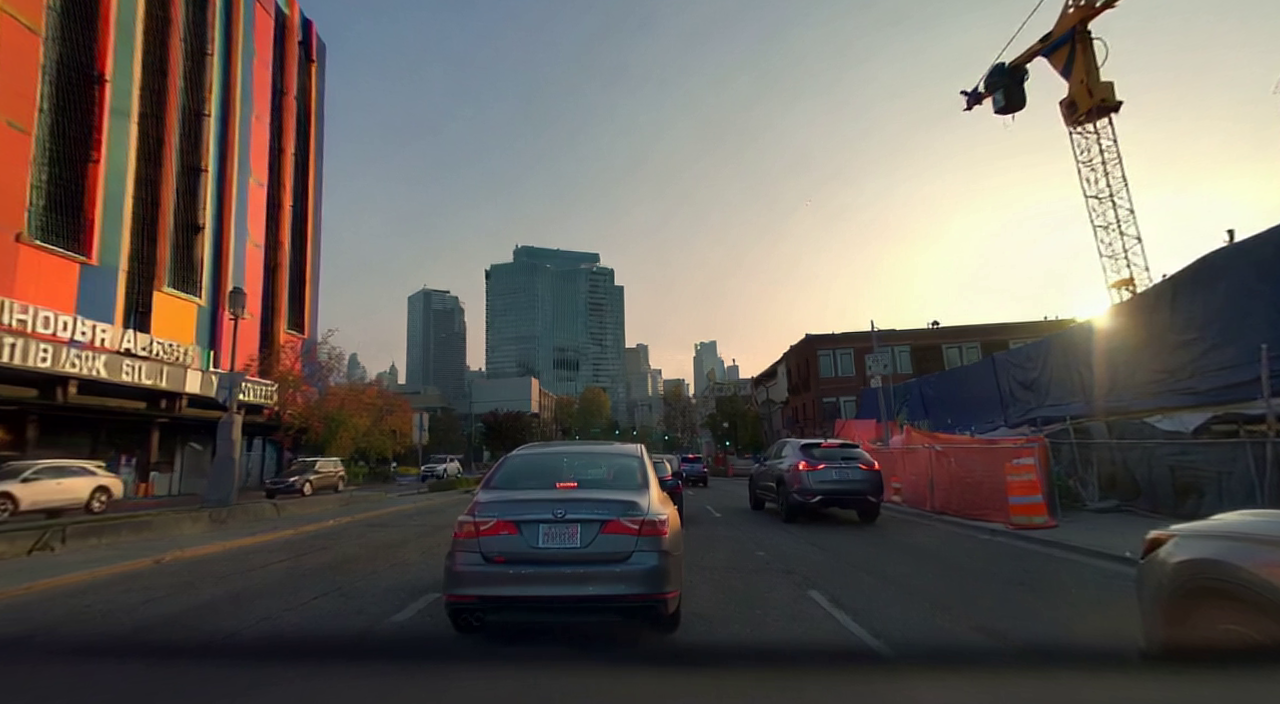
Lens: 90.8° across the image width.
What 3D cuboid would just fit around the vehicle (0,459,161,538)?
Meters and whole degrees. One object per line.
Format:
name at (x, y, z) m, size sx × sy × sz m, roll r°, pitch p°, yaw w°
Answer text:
vehicle at (-13.874, 3.289, 14.614) m, size 1.964 × 1.519 × 4.315 m, roll -1°, pitch -8°, yaw 4°

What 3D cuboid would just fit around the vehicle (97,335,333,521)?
vehicle at (-9.093, 1.704, 14.027) m, size 2.592 × 3.548 × 3.414 m, roll -2°, pitch -9°, yaw 4°

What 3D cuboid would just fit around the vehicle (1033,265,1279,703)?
vehicle at (3.324, 0.479, 0.904) m, size 2.182 × 1.954 × 5.341 m, roll 0°, pitch -8°, yaw 2°

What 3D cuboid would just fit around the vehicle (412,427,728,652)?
vehicle at (-0.412, 1.578, 6.426) m, size 2.131 × 1.496 × 4.193 m, roll 0°, pitch -8°, yaw 2°

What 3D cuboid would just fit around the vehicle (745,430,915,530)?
vehicle at (3.870, 2.699, 13.995) m, size 2.185 × 1.797 × 4.934 m, roll 0°, pitch -8°, yaw -1°
